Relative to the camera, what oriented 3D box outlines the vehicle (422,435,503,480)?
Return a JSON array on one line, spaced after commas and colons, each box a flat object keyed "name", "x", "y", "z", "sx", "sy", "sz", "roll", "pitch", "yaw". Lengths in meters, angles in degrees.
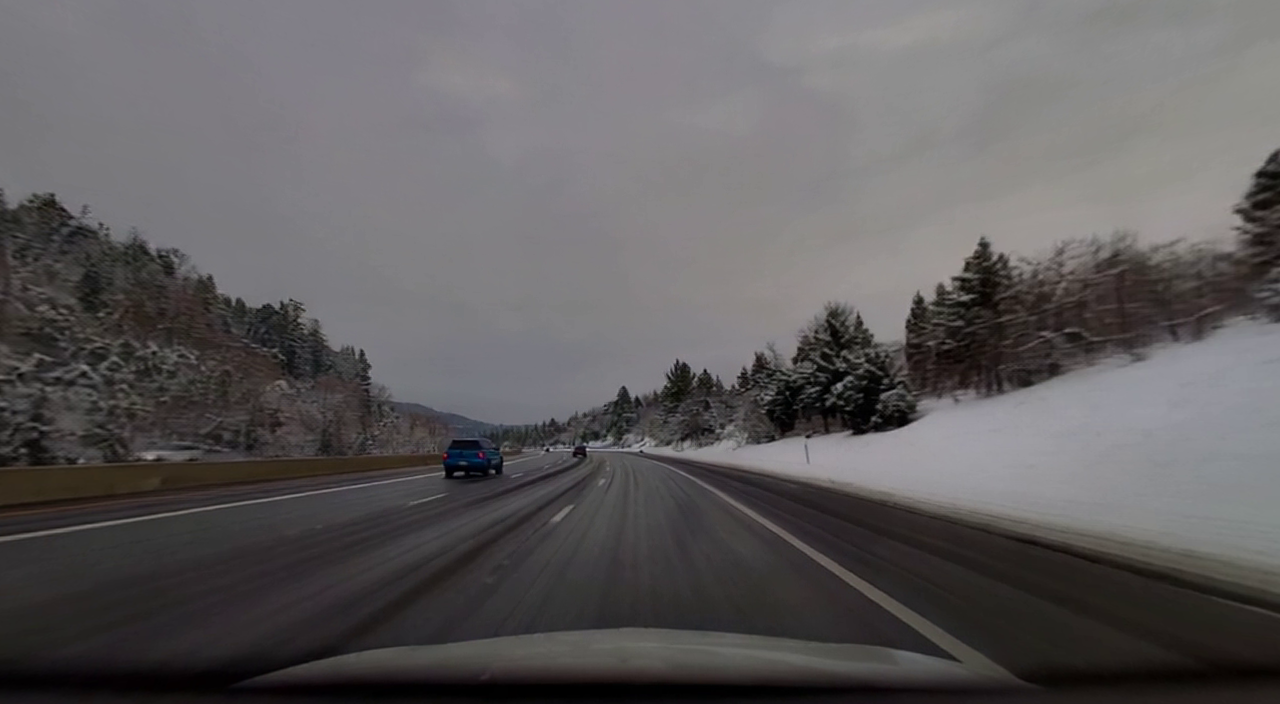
[{"name": "vehicle", "x": -7.287, "y": 4.394, "z": 26.475, "sx": 2.046, "sy": 1.712, "sz": 4.533, "roll": 0, "pitch": -8, "yaw": 0}]
